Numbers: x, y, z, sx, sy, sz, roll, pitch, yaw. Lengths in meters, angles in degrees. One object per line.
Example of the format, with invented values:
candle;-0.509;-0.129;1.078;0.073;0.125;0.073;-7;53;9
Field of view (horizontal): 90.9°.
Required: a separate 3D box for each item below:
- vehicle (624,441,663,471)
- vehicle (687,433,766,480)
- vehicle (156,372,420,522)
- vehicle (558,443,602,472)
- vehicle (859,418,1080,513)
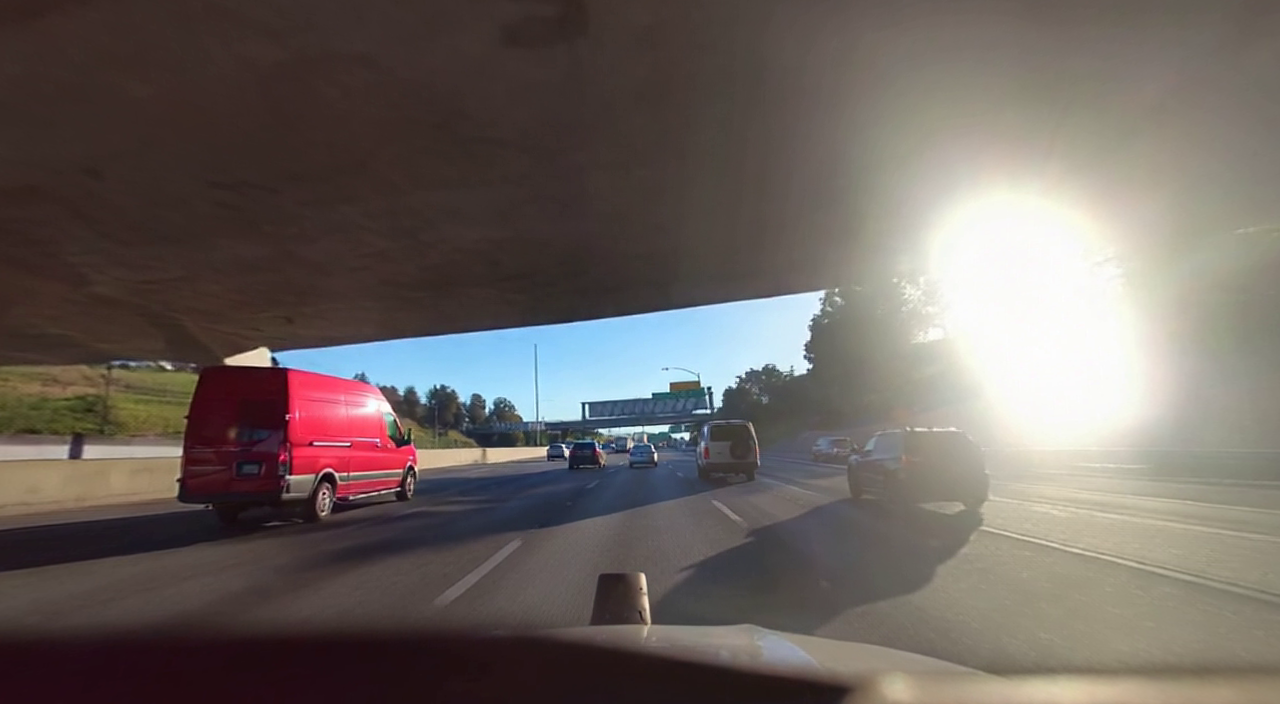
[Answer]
vehicle;0.189;5.996;36.653;2.115;1.617;4.102;0;-8;0
vehicle;3.707;4.665;28.407;2.777;1.895;5.710;0;-8;0
vehicle;-7.512;2.185;14.707;2.336;2.708;6.421;0;-8;1
vehicle;-3.280;5.878;35.384;1.970;1.483;4.071;0;-8;2
vehicle;7.482;2.653;15.306;2.304;1.840;5.706;0;-8;0
